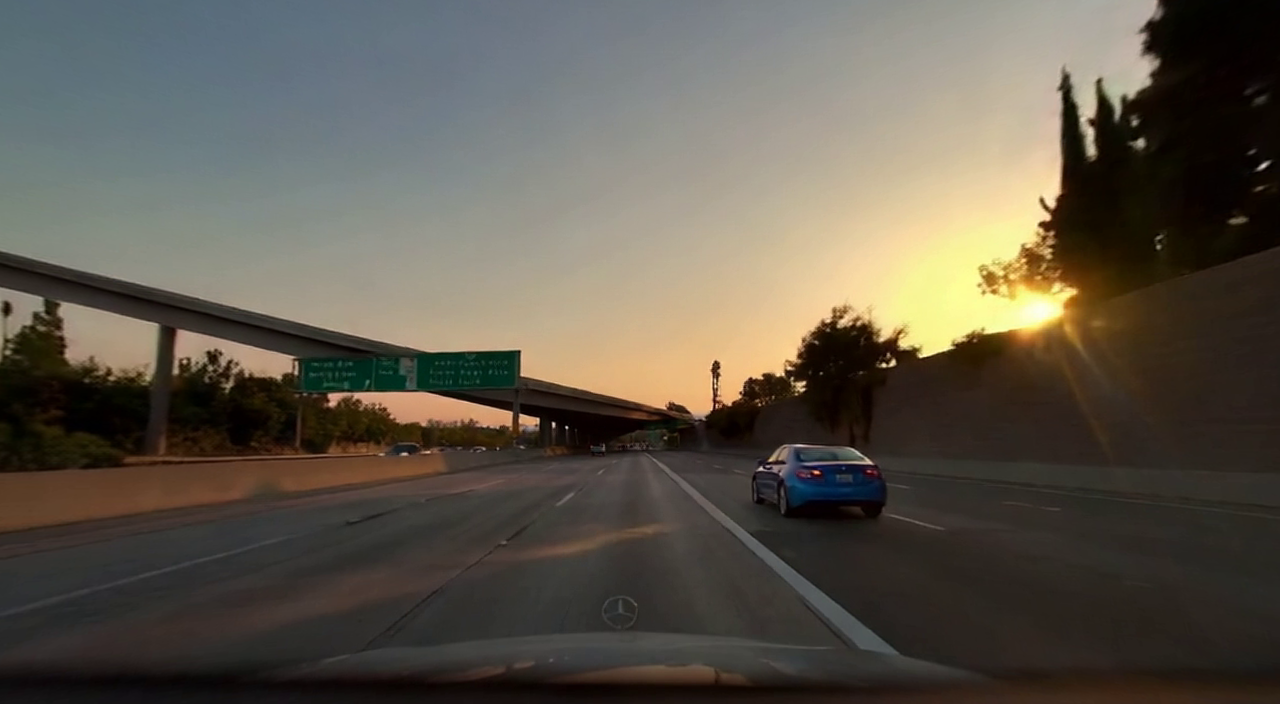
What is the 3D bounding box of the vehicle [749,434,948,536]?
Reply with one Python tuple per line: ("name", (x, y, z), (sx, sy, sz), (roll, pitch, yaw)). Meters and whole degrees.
("vehicle", (3.508, 2.326, 11.759), (1.989, 1.479, 4.670), (0, -8, -2))
